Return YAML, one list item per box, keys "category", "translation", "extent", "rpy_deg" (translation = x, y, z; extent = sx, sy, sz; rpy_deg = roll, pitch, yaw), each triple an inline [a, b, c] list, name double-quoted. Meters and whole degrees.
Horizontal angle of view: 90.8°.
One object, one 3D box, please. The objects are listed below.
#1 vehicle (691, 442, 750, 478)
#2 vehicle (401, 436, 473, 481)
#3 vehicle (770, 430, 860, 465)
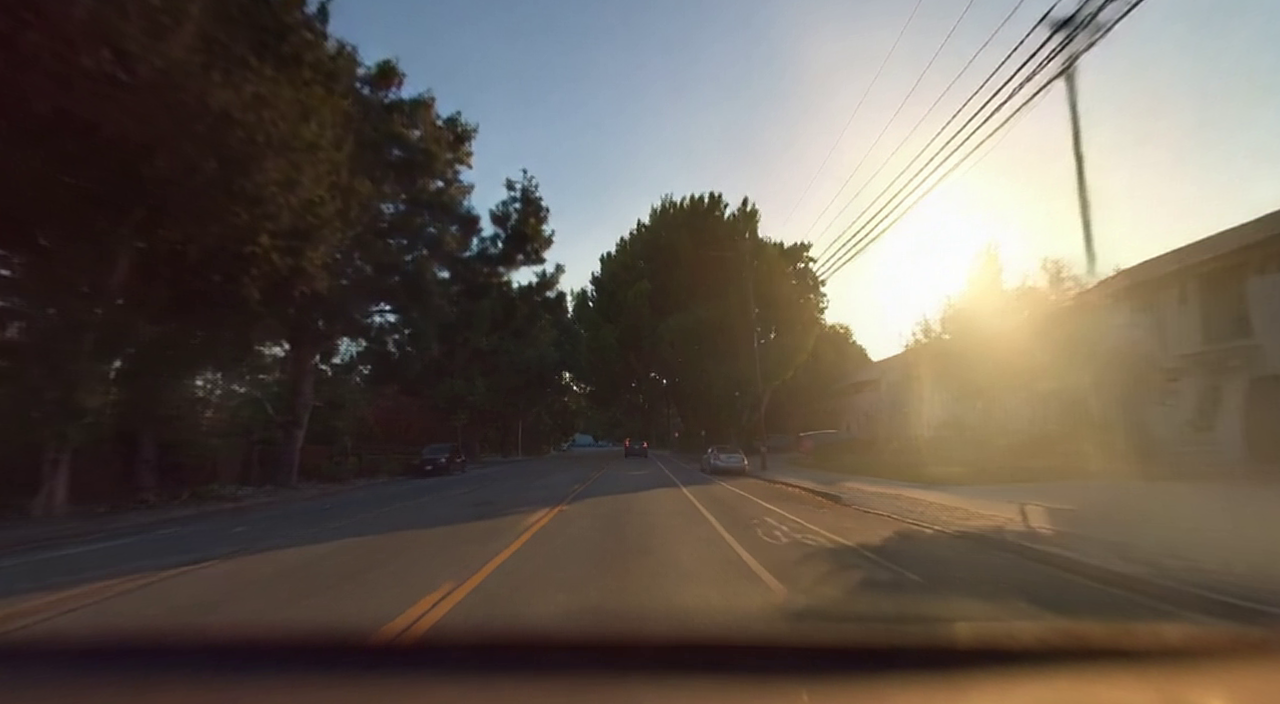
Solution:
- category: "vehicle"
  translation: [3.774, 5.104, 30.271]
  extent: [2.167, 1.535, 4.464]
  rpy_deg: [1, -8, -1]
- category: "vehicle"
  translation: [-11.107, 5.827, 35.043]
  extent: [2.111, 2.050, 5.328]
  rpy_deg: [-7, -8, -1]
- category: "vehicle"
  translation: [10.626, 5.782, 38.513]
  extent: [4.709, 1.743, 1.965]
  rpy_deg: [-3, -8, -8]
